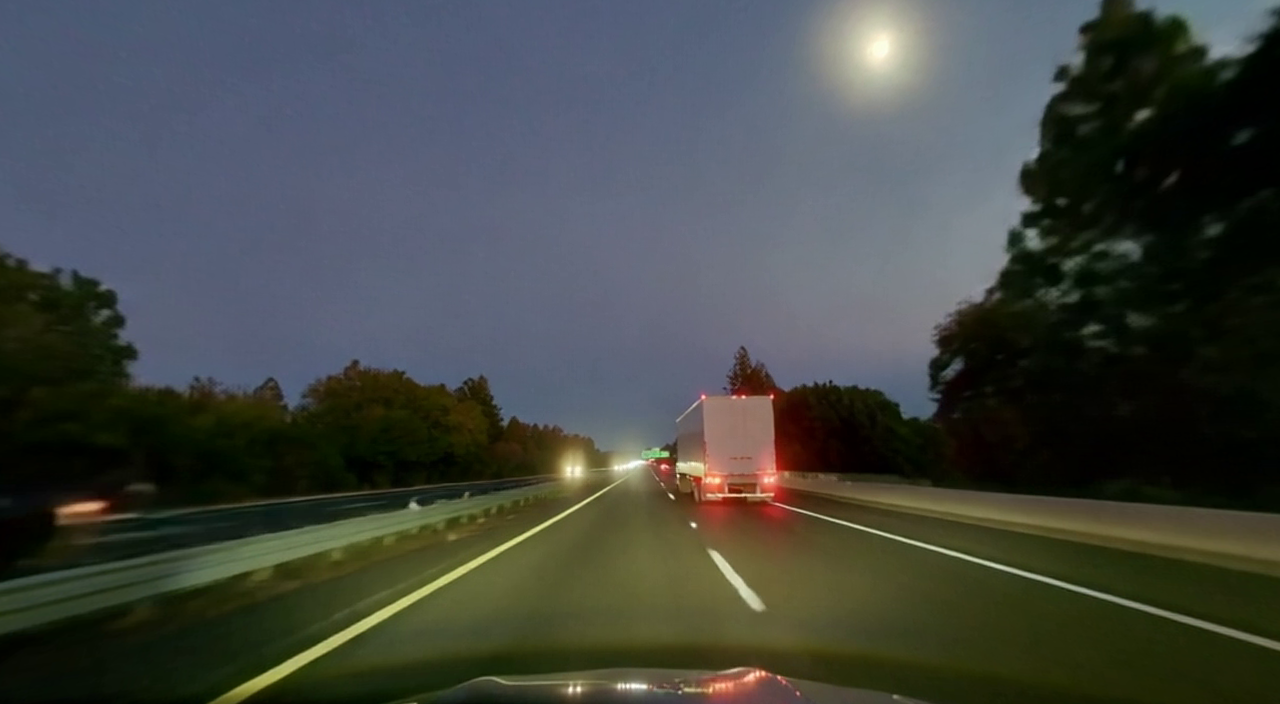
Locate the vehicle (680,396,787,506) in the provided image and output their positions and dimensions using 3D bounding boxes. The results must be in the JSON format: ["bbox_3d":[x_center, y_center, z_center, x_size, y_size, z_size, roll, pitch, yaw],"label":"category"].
[{"bbox_3d":[3.957,4.958,30.650,3.204,4.102,13.306,1,-10,0],"label":"vehicle"}]
